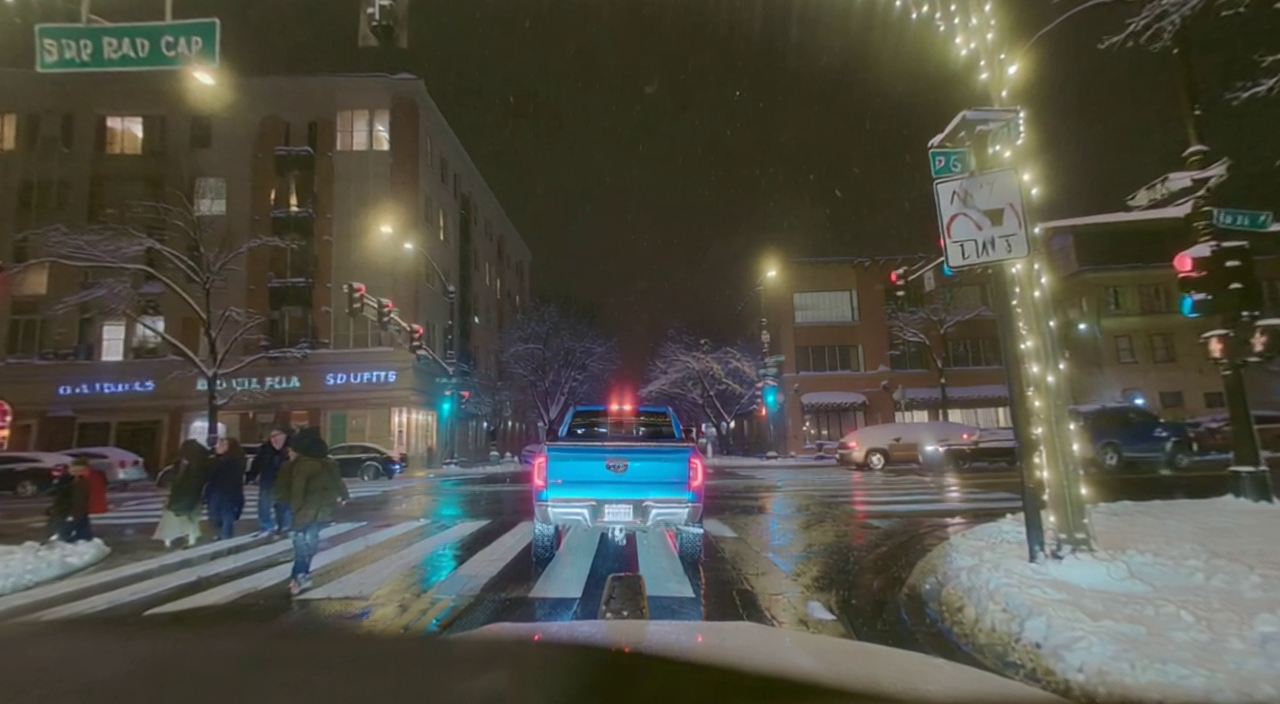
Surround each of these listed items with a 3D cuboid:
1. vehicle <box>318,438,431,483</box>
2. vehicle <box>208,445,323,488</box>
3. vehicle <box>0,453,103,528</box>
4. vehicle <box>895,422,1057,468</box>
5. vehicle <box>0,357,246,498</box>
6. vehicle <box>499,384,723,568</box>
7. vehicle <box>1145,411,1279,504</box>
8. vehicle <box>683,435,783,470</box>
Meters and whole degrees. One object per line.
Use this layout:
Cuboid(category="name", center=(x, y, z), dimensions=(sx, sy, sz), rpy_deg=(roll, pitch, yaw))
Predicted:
Cuboid(category="vehicle", center=(-13.134, 5.370, 31.376), dimensions=(4.799, 1.909, 2.011), rpy_deg=(-3, -7, 3))
Cuboid(category="vehicle", center=(-18.614, 5.681, 31.478), dimensions=(4.398, 2.057, 1.959), rpy_deg=(0, -8, -2))
Cuboid(category="vehicle", center=(-16.034, 3.293, 15.244), dimensions=(4.039, 1.654, 2.092), rpy_deg=(0, -8, -3))
Cuboid(category="vehicle", center=(11.650, 3.257, 22.088), dimensions=(4.600, 1.506, 1.878), rpy_deg=(0, -9, -2))
Cuboid(category="vehicle", center=(-22.188, 2.719, 22.529), dimensions=(13.729, 4.662, 3.300), rpy_deg=(0, -9, 0))
Cuboid(category="vehicle", center=(-0.469, 1.781, 9.858), dimensions=(2.477, 2.020, 5.534), rpy_deg=(0, -8, -3))
Cuboid(category="vehicle", center=(13.065, 2.024, 12.456), dimensions=(4.082, 1.613, 2.211), rpy_deg=(-3, -12, -1))
Cuboid(category="vehicle", center=(4.311, 4.739, 29.808), dimensions=(4.515, 1.583, 1.920), rpy_deg=(-1, -8, 3))
